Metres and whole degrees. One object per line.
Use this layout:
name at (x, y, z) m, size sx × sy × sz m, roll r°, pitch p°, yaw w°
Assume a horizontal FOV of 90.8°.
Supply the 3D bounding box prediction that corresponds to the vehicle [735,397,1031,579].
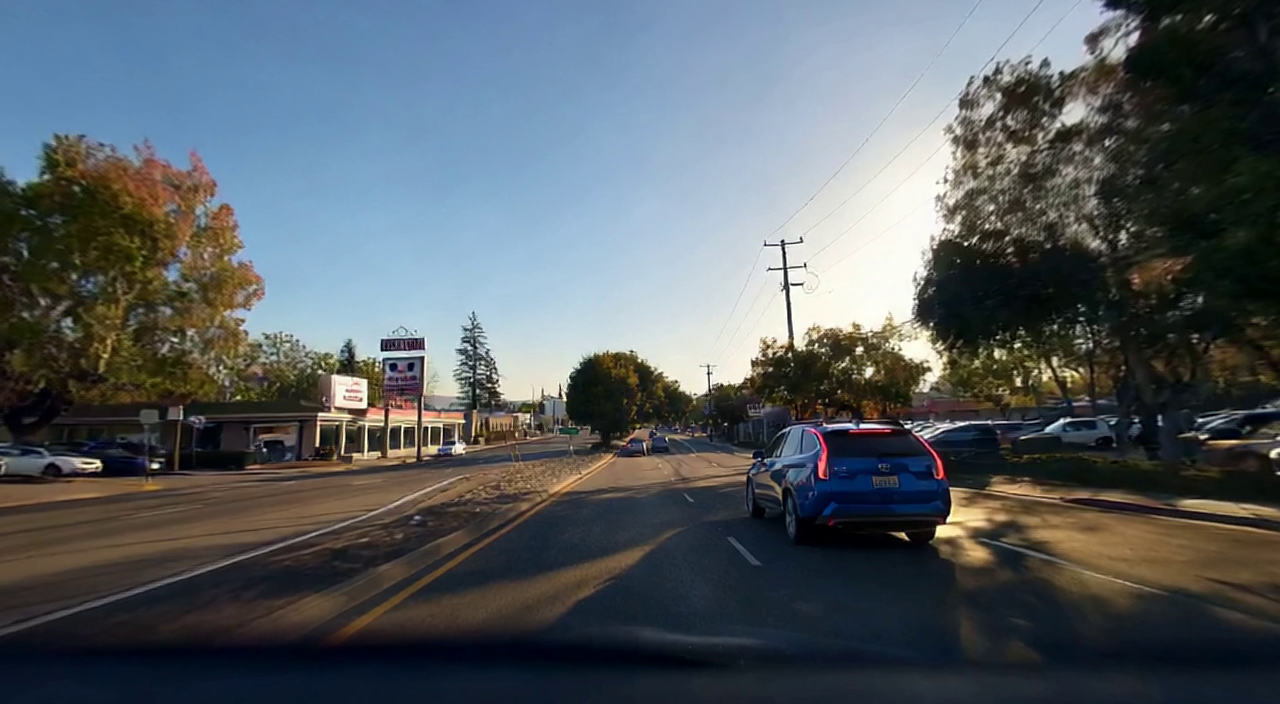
vehicle at (2.770, 1.694, 8.650) m, size 2.130 × 1.790 × 4.615 m, roll 0°, pitch -9°, yaw -1°

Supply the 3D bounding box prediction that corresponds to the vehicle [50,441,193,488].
vehicle at (-24.344, 5.306, 30.068) m, size 2.217 × 1.901 × 5.780 m, roll -2°, pitch -9°, yaw -4°
